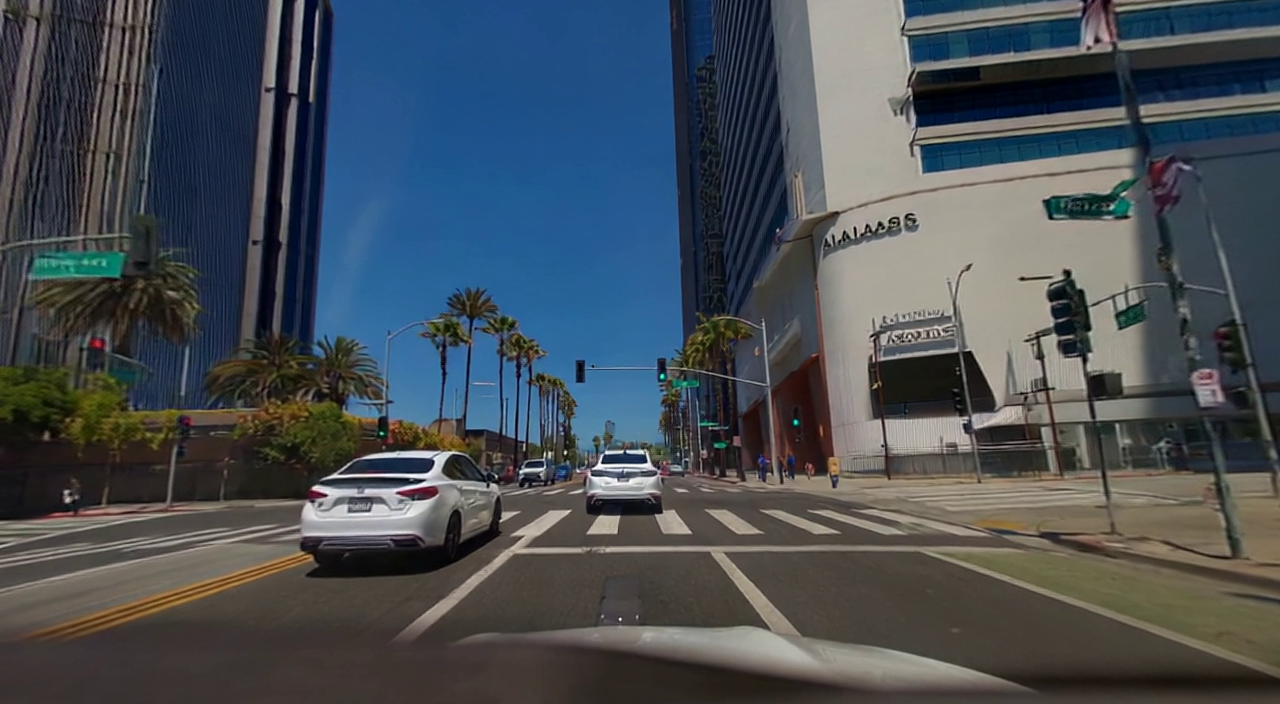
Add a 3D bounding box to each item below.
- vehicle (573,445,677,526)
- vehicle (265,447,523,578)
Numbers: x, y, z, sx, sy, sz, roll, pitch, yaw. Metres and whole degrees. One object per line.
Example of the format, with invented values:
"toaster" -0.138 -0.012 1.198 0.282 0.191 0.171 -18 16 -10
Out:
"vehicle" -0.343 3.050 15.000 2.145 1.632 3.972 0 -9 -1
"vehicle" -3.291 2.218 9.682 2.096 1.492 4.666 0 -9 0
